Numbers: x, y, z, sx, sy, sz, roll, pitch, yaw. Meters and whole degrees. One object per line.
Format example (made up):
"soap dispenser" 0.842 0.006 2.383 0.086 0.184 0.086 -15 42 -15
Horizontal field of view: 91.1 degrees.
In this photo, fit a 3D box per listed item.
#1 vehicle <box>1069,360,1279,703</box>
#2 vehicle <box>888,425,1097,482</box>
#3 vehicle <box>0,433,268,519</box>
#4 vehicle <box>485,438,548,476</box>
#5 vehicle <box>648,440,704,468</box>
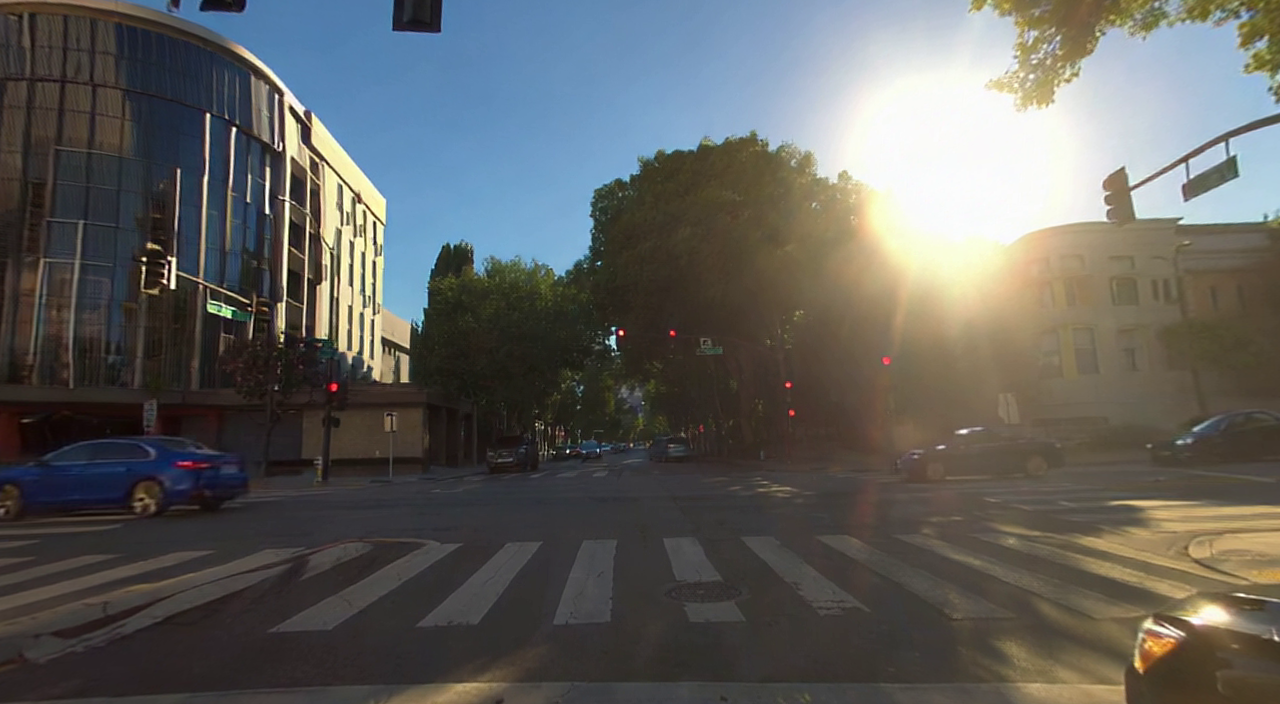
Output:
"vehicle" 2.888 0.661 0.830 1.947 1.576 3.825 0 -8 1
"vehicle" 9.564 2.782 17.338 4.613 1.443 1.883 0 -8 0
"vehicle" -11.480 2.665 13.742 5.369 1.704 1.993 0 -8 0
"vehicle" -5.948 5.100 30.786 2.115 1.690 4.322 0 -8 1
"vehicle" 1.935 5.610 34.891 2.031 1.442 4.446 1 -8 -11
